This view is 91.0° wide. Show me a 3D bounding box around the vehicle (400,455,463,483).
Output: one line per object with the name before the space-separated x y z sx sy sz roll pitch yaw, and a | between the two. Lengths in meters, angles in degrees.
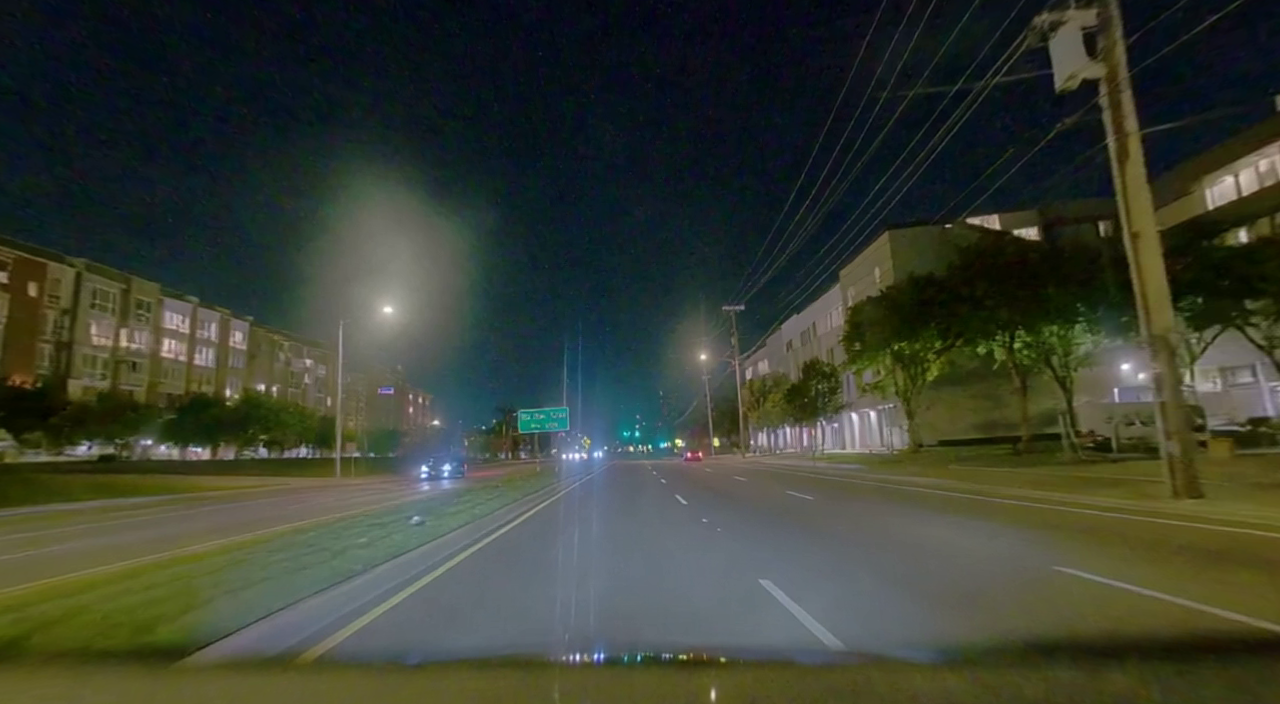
vehicle | -12.182 6.866 37.113 2.116 1.470 4.581 0 -9 0
